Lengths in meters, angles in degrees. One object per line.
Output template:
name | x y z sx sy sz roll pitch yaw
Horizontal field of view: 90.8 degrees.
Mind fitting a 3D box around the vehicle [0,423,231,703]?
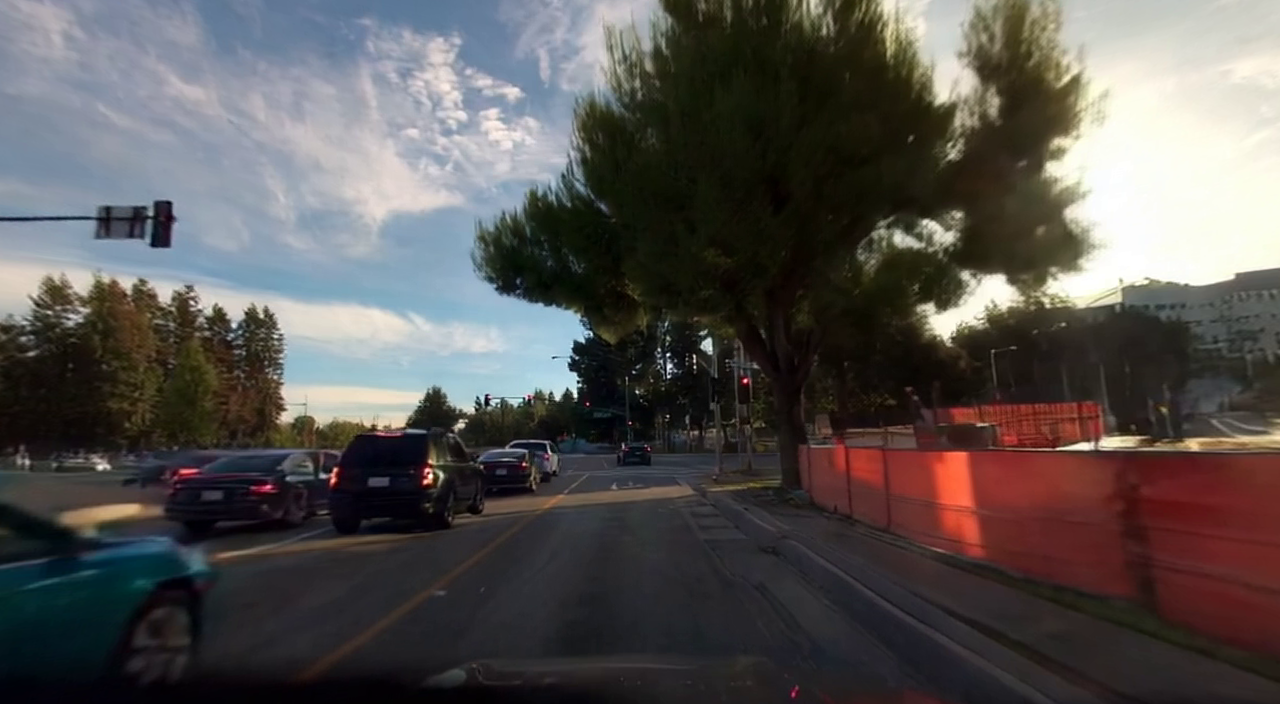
vehicle | -3.242 0.889 1.329 2.042 1.441 4.172 -2 -9 -1

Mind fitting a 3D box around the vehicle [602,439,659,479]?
vehicle | -0.353 4.451 26.405 2.183 1.506 4.286 0 -9 0

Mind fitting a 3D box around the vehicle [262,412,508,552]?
vehicle | -3.997 2.138 11.093 2.236 1.886 4.792 0 -9 1

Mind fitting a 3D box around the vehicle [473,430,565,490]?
vehicle | -4.107 3.787 22.432 2.240 1.844 5.043 0 -9 0
